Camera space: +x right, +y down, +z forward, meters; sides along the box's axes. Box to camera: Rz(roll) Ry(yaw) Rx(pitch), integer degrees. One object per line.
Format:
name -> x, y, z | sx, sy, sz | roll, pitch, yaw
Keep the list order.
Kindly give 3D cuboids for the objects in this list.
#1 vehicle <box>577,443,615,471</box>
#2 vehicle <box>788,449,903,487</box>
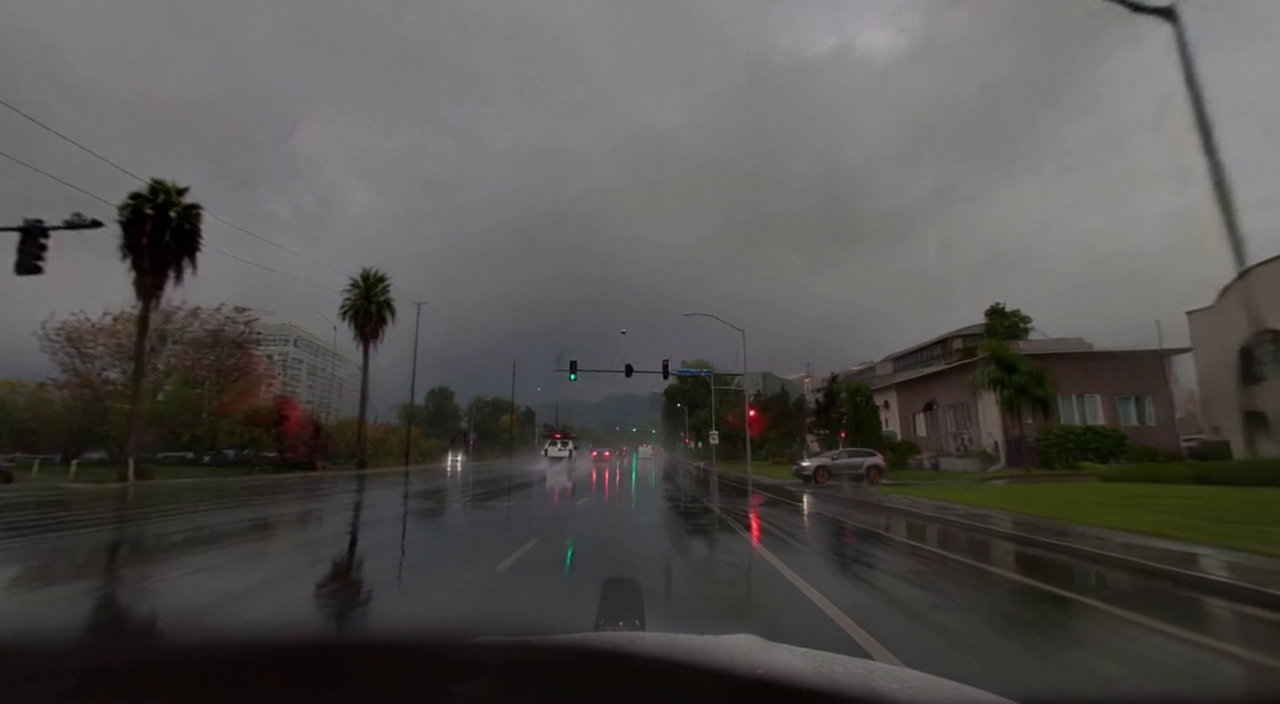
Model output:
vehicle -> -2.932, 7.212, 43.386 | 2.116, 1.806, 4.516 | 0, -9, 2
vehicle -> 8.783, 5.006, 27.317 | 4.509, 1.520, 1.952 | -1, -9, 11
